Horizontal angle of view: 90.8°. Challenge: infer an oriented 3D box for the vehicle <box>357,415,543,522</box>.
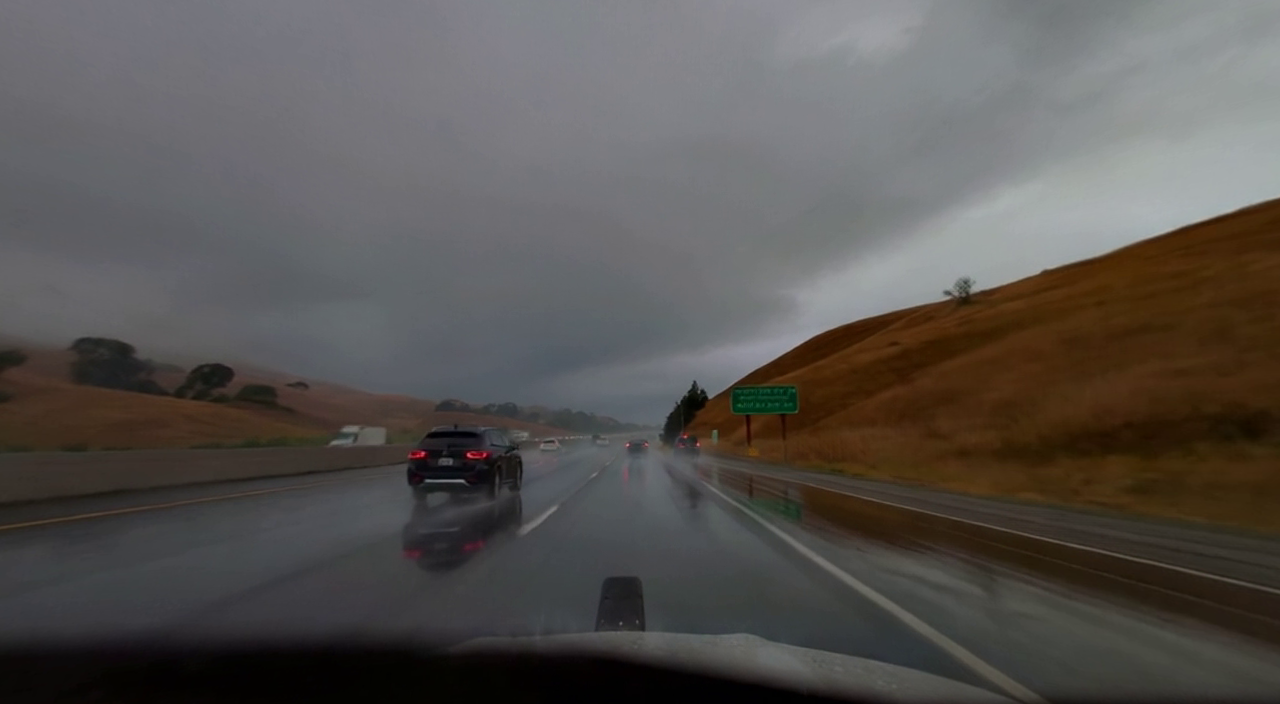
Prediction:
[{"bbox_3d":[-3.398,2.214,12.479,2.166,1.700,4.661,0,-8,1],"label":"vehicle"}]
